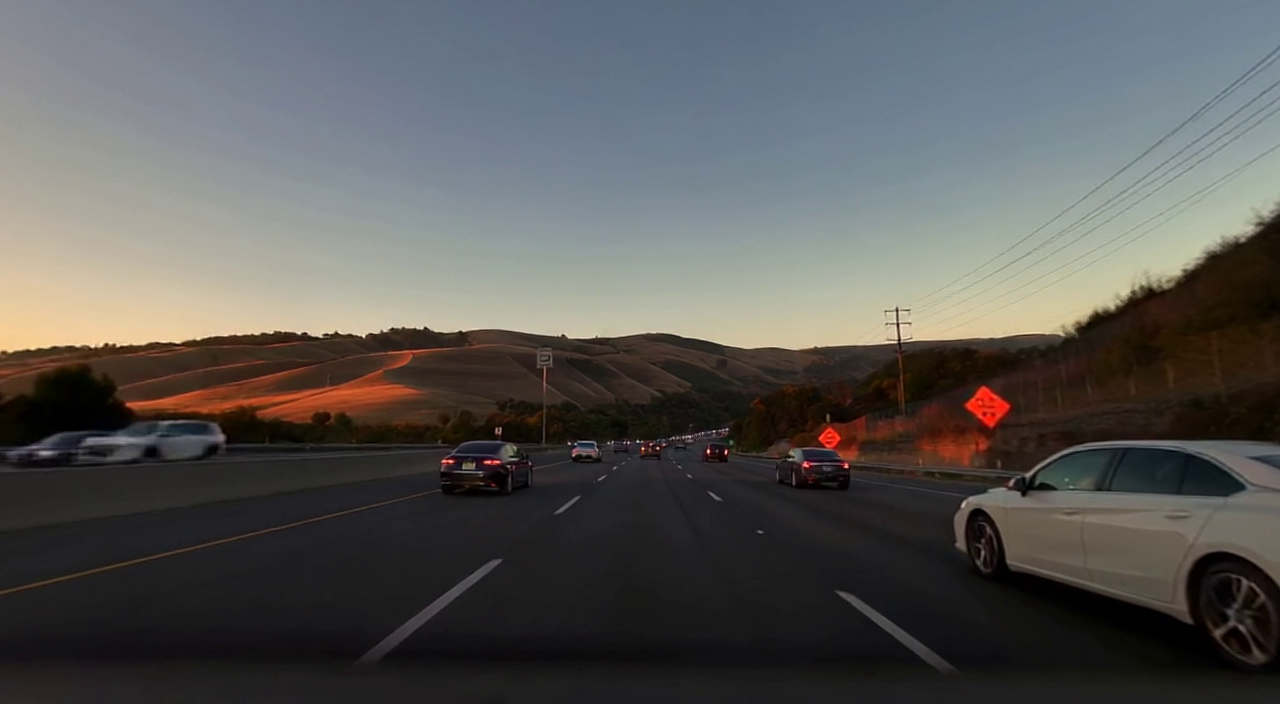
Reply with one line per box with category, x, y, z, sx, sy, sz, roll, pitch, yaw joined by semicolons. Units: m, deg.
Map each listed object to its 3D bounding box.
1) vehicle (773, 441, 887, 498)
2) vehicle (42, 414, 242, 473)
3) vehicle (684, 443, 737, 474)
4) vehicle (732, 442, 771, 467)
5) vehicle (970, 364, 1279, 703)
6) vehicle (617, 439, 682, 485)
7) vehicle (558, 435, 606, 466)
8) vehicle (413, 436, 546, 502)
vehicle;5.457;3.405;18.713;1.867;1.465;4.093;0;-8;-3
vehicle;-15.203;2.872;19.752;2.257;1.591;4.861;0;-8;1
vehicle;3.480;5.370;32.118;2.177;1.453;4.205;0;-8;-1
vehicle;8.163;7.550;46.650;2.042;1.684;4.609;0;-8;0
vehicle;3.836;0.925;2.992;2.018;1.670;4.658;0;-8;0
vehicle;0.308;3.948;23.027;2.138;1.473;4.392;0;-8;0
vehicle;-3.294;5.721;36.727;2.234;1.675;4.527;0;-8;1
vehicle;-3.855;2.899;16.050;2.232;1.438;4.163;0;-8;1
